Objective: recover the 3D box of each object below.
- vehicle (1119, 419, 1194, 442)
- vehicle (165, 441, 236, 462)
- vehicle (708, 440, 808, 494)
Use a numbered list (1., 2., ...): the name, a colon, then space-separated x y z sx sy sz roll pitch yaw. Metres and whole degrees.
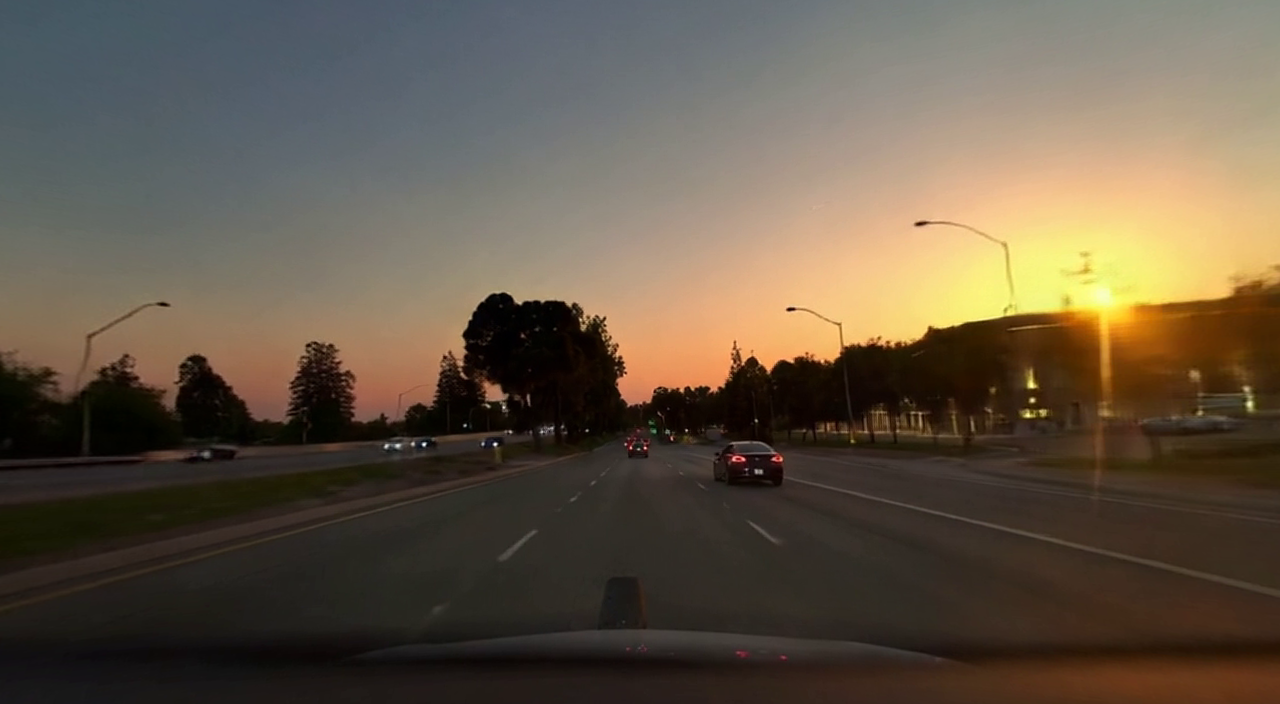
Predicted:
1. vehicle: 40.052 6.097 49.031 4.263 1.563 1.862 -9 -10 35
2. vehicle: -31.794 7.192 45.809 1.971 1.461 4.469 0 -8 -1
3. vehicle: 3.375 3.395 19.040 2.069 1.431 4.313 0 -9 -2
